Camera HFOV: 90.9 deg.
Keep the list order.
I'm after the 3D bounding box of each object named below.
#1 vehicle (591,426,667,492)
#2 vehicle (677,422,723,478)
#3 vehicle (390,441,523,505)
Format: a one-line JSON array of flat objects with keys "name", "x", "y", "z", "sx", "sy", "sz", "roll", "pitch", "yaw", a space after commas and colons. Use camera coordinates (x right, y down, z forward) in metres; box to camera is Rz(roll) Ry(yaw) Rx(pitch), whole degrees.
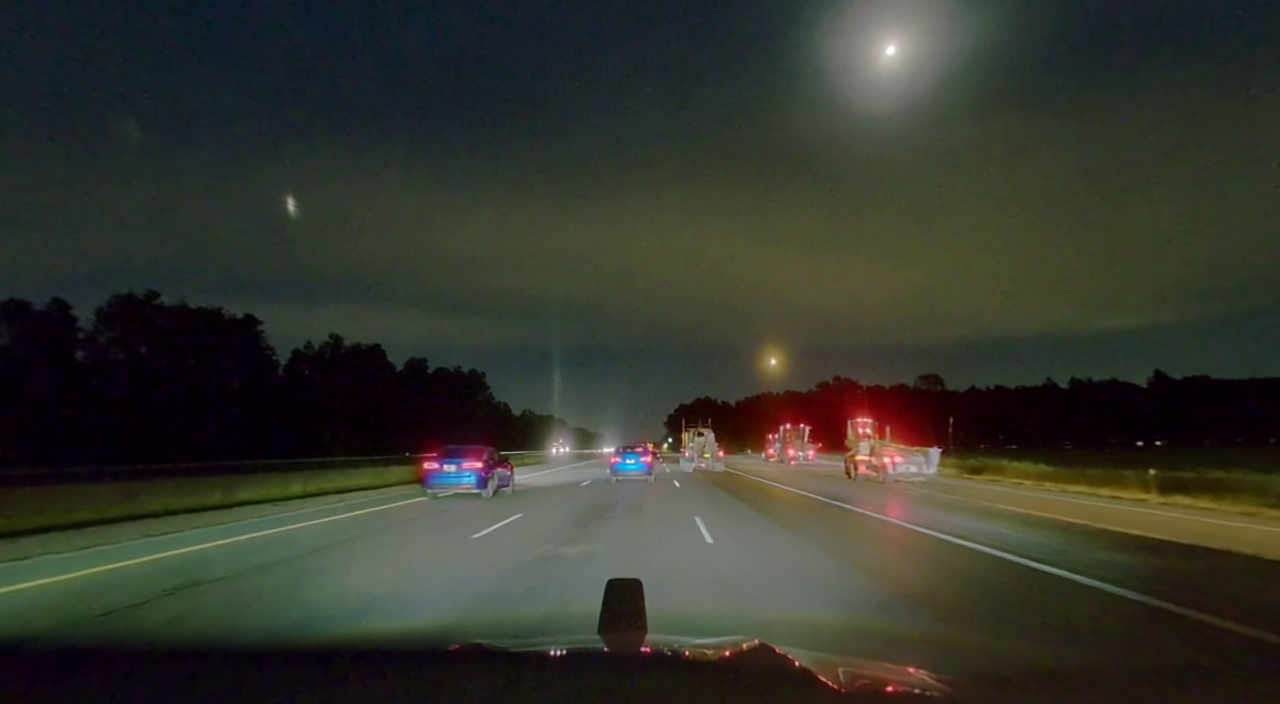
[{"name": "vehicle", "x": -0.255, "y": 3.593, "z": 21.522, "sx": 2.308, "sy": 1.993, "sz": 4.631, "roll": 0, "pitch": -8, "yaw": 2}, {"name": "vehicle", "x": 4.404, "y": 7.433, "z": 48.058, "sx": 2.793, "sy": 3.828, "sz": 9.580, "roll": 0, "pitch": -8, "yaw": 2}, {"name": "vehicle", "x": -4.635, "y": 3.114, "z": 16.731, "sx": 2.096, "sy": 1.469, "sz": 4.319, "roll": -1, "pitch": -8, "yaw": 2}]
